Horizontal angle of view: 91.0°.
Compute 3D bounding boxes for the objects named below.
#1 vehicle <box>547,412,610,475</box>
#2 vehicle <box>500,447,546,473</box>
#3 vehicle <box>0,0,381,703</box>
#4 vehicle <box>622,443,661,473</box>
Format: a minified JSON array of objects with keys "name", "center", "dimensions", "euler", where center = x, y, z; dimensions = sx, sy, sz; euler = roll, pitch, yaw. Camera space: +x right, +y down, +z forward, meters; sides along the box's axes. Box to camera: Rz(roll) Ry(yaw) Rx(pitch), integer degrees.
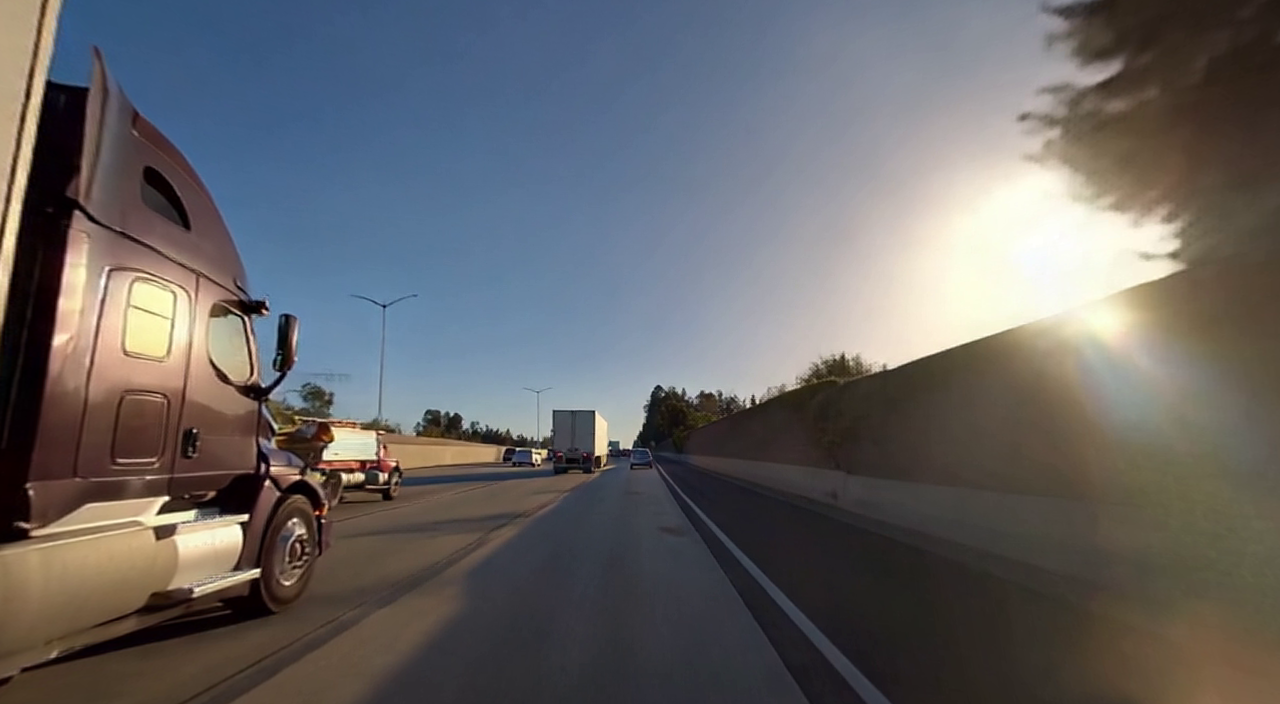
[{"name":"vehicle","center":[-3.555,5.666,38.811],"dimensions":[2.956,3.331,9.575],"euler":[0,-9,0]},{"name":"vehicle","center":[-7.195,6.671,39.090],"dimensions":[1.962,1.489,4.002],"euler":[-1,-9,1]},{"name":"vehicle","center":[-3.695,-0.080,0.300],"dimensions":[3.025,3.266,9.256],"euler":[-1,-9,1]},{"name":"vehicle","center":[0.100,6.221,37.286],"dimensions":[2.178,1.640,4.071],"euler":[-1,-9,1]}]
